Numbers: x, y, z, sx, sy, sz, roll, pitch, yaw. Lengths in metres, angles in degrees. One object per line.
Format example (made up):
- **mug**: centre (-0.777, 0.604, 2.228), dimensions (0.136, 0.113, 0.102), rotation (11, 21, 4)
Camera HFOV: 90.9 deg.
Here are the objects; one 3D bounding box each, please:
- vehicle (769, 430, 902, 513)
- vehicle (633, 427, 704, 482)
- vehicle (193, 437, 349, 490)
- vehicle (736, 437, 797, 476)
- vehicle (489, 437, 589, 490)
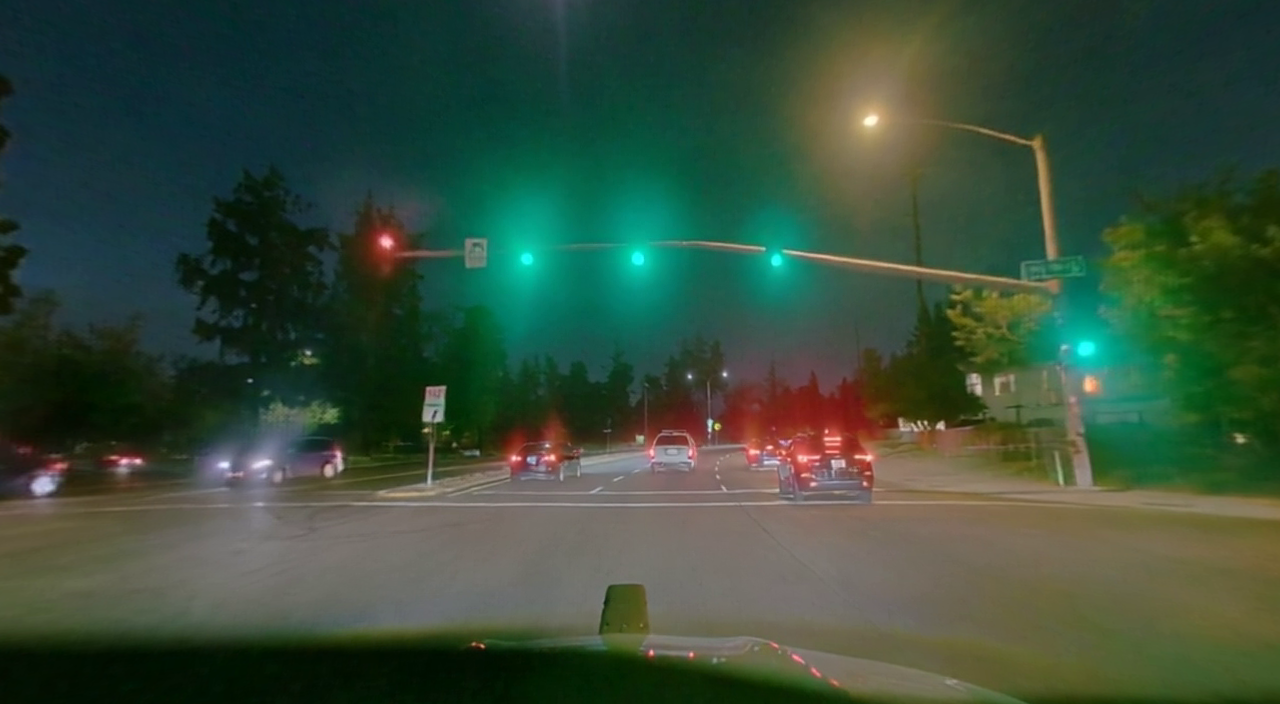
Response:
- **vehicle**: centre (4.039, 2.516, 13.654), dimensions (1.859, 1.540, 3.454), rotation (-1, -9, 2)
- **vehicle**: centre (1.146, 3.714, 23.008), dimensions (2.250, 1.768, 4.574), rotation (-1, -9, 6)
- **vehicle**: centre (-11.767, 3.581, 20.572), dimensions (2.009, 1.527, 4.534), rotation (-1, -9, 6)
- **vehicle**: centre (5.239, 4.402, 26.683), dimensions (2.117, 1.472, 4.158), rotation (-1, -9, 6)
- **vehicle**: centre (-3.003, 3.459, 19.922), dimensions (2.006, 1.464, 4.586), rotation (-1, -9, 5)
